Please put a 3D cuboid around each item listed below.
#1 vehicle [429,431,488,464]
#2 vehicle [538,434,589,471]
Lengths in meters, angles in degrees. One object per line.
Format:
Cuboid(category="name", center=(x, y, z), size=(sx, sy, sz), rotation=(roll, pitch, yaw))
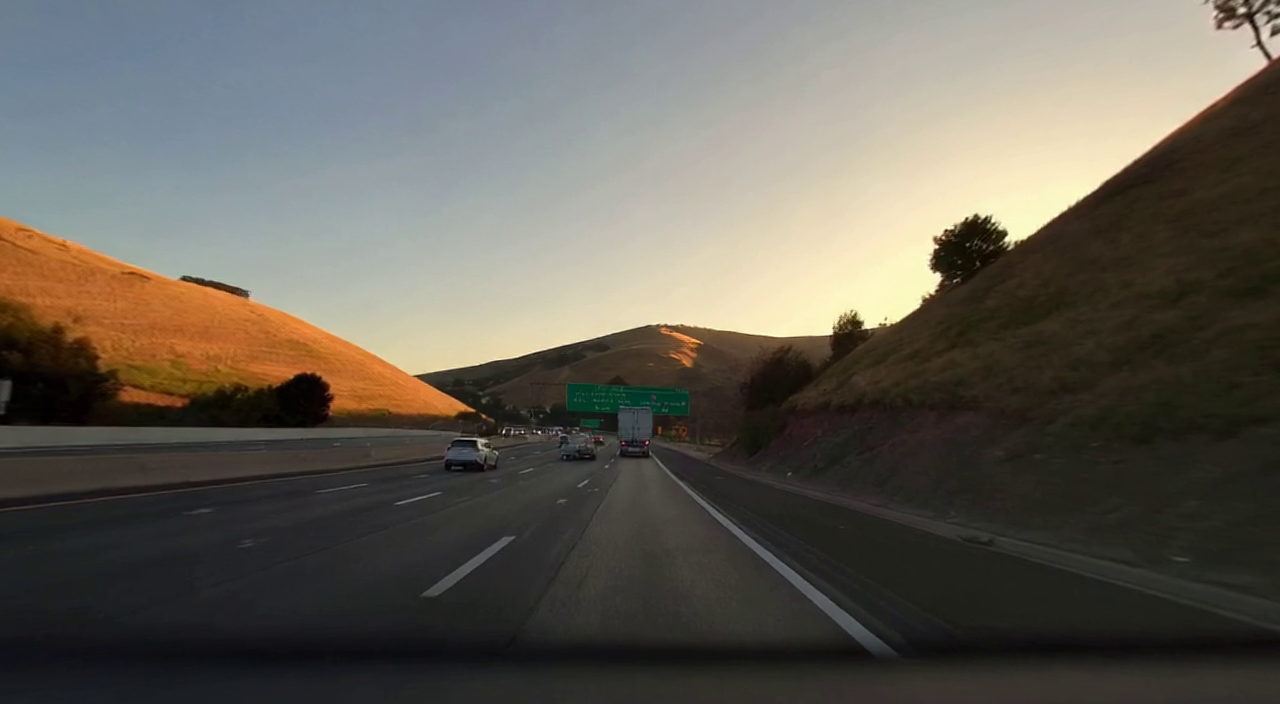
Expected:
Cuboid(category="vehicle", center=(-10.302, 5.481, 36.138), size=(1.958, 1.758, 4.684), rotation=(0, -9, 0))
Cuboid(category="vehicle", center=(-3.894, 5.227, 32.828), size=(2.053, 1.746, 4.508), rotation=(0, -9, 0))
